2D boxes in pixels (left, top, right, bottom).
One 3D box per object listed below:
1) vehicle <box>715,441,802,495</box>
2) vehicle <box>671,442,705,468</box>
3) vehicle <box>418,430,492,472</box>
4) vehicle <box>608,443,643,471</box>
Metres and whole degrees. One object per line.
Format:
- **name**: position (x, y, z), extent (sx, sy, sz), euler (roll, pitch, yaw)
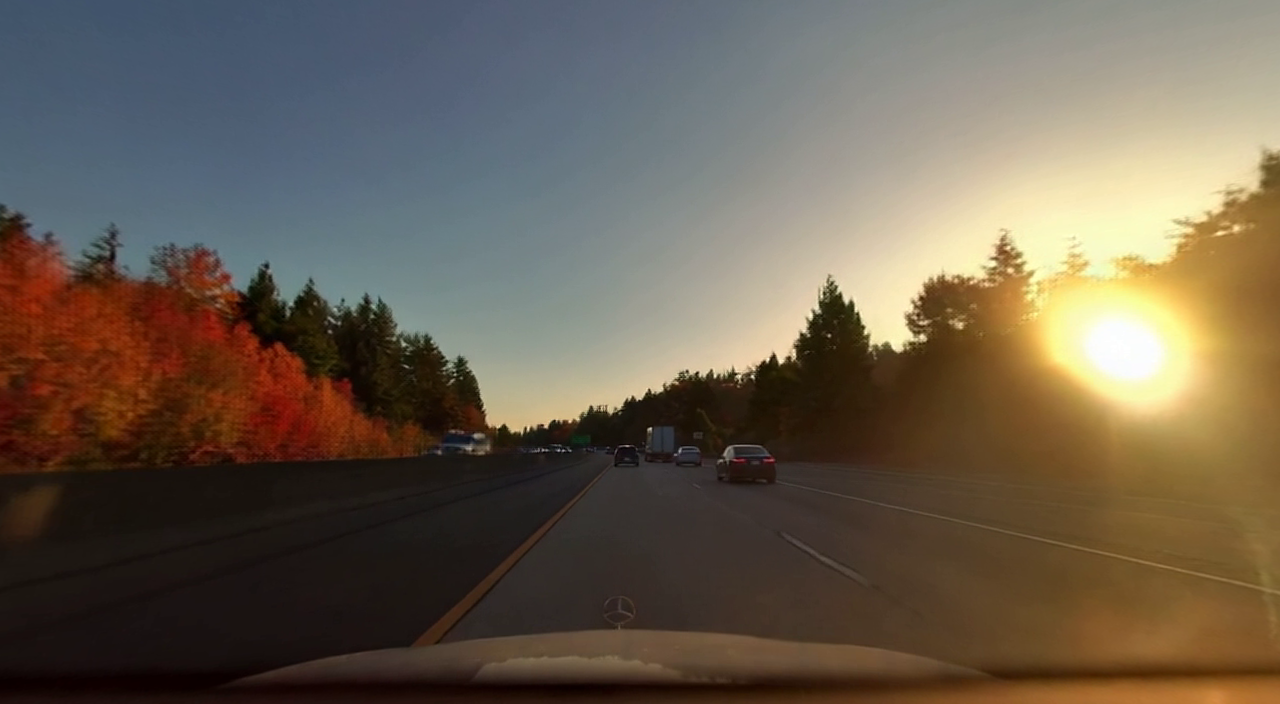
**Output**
- **vehicle**: position (3.680, 3.677, 20.214), extent (1.968, 1.513, 3.911), euler (0, -9, -1)
- **vehicle**: position (3.386, 7.313, 44.712), extent (1.982, 1.745, 4.151), euler (0, -9, -2)
- **vehicle**: position (-9.254, 5.020, 31.910), extent (2.244, 1.935, 5.210), euler (0, -9, -1)
- **vehicle**: position (-0.921, 6.799, 40.829), extent (2.151, 1.693, 4.201), euler (0, -9, -1)
